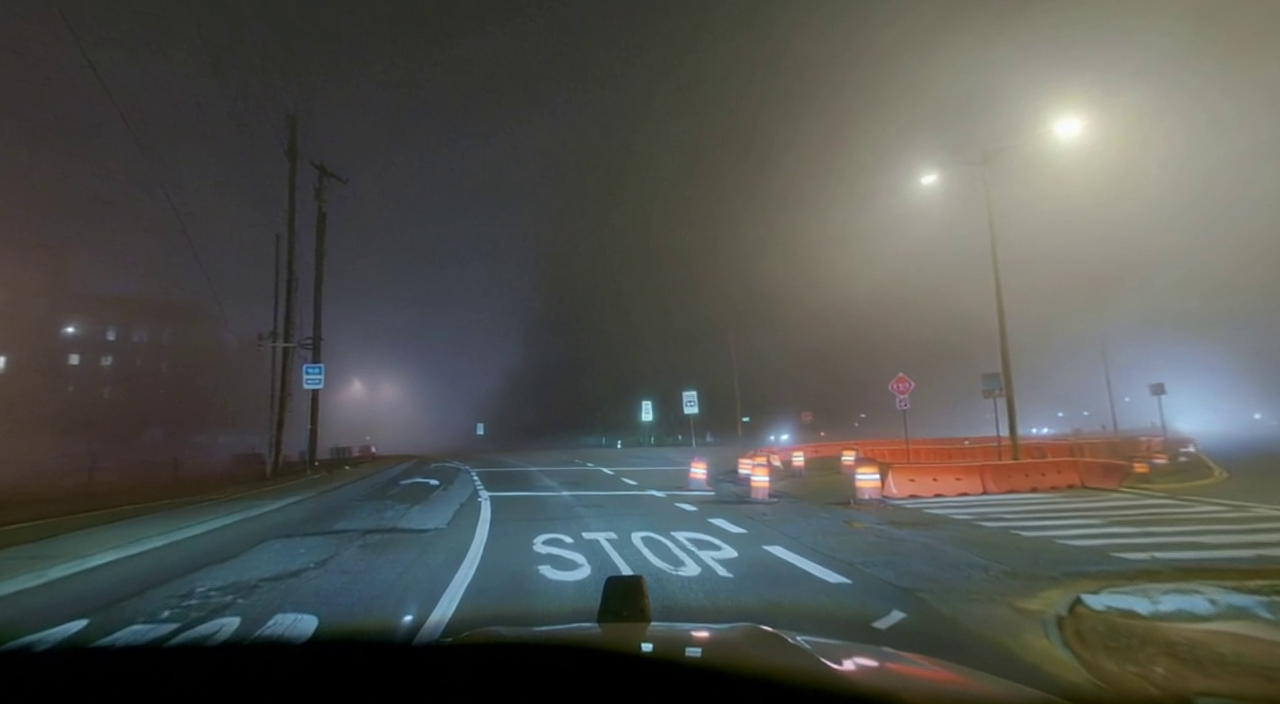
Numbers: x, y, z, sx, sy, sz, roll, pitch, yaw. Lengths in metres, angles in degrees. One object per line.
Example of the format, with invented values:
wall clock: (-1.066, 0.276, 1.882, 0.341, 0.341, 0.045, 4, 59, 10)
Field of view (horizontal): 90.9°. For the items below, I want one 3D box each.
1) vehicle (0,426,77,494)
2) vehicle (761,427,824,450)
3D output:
vehicle: (-17.726, 3.053, 18.042, 2.159, 1.734, 4.292, 7, -11, -42)
vehicle: (11.513, 6.532, 47.579, 4.302, 1.628, 1.957, 3, -9, -23)
